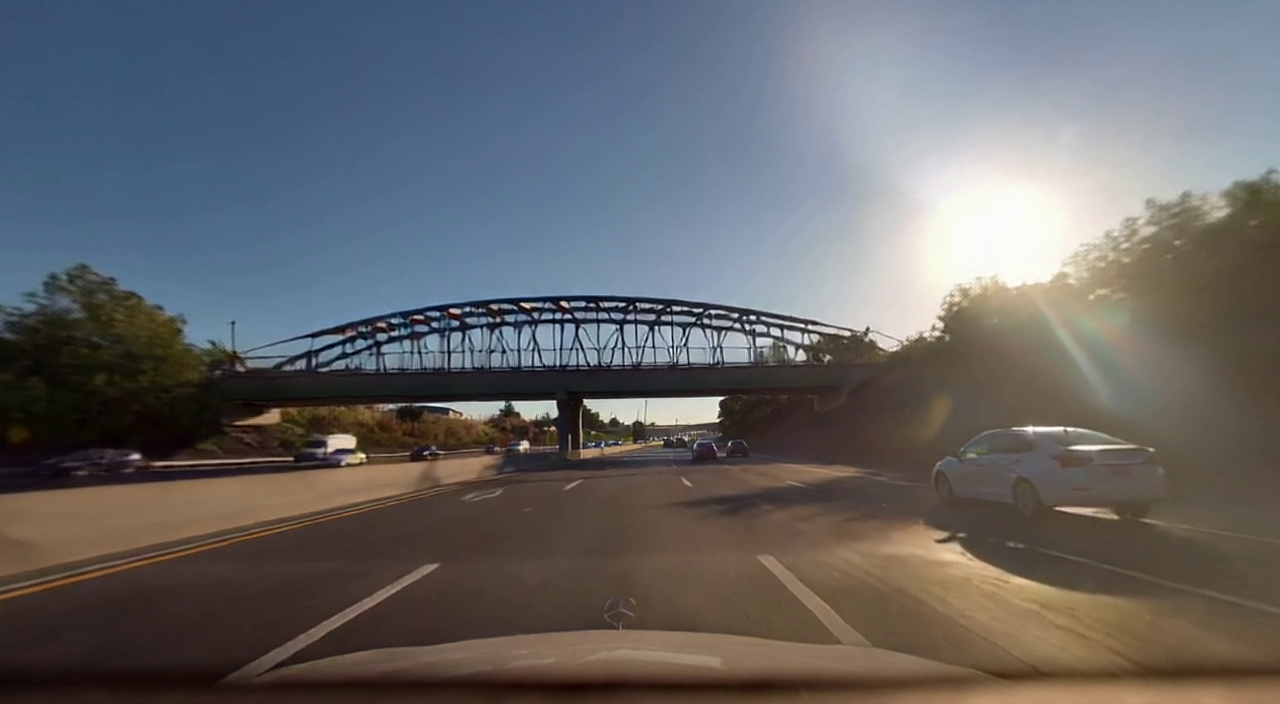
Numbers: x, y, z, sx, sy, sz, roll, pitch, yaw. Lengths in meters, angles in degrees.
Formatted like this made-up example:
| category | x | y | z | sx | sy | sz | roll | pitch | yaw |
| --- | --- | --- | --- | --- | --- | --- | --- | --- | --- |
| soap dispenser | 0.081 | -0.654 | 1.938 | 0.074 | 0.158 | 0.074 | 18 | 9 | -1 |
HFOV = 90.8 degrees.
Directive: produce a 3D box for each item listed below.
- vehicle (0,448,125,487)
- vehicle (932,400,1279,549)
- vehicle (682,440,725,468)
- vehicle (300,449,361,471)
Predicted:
| category | x | y | z | sx | sy | sz | roll | pitch | yaw |
| --- | --- | --- | --- | --- | --- | --- | --- | --- | --- |
| vehicle | -27.639 | 5.504 | 30.371 | 1.952 | 1.688 | 4.454 | 0 | -9 | 0 |
| vehicle | 7.063 | 1.886 | 10.355 | 2.087 | 1.806 | 4.946 | 0 | -9 | -1 |
| vehicle | 3.432 | 5.646 | 35.098 | 1.981 | 1.471 | 4.342 | 0 | -9 | 1 |
| vehicle | -23.370 | 8.171 | 47.891 | 2.096 | 1.515 | 4.805 | -1 | -9 | 2 |
